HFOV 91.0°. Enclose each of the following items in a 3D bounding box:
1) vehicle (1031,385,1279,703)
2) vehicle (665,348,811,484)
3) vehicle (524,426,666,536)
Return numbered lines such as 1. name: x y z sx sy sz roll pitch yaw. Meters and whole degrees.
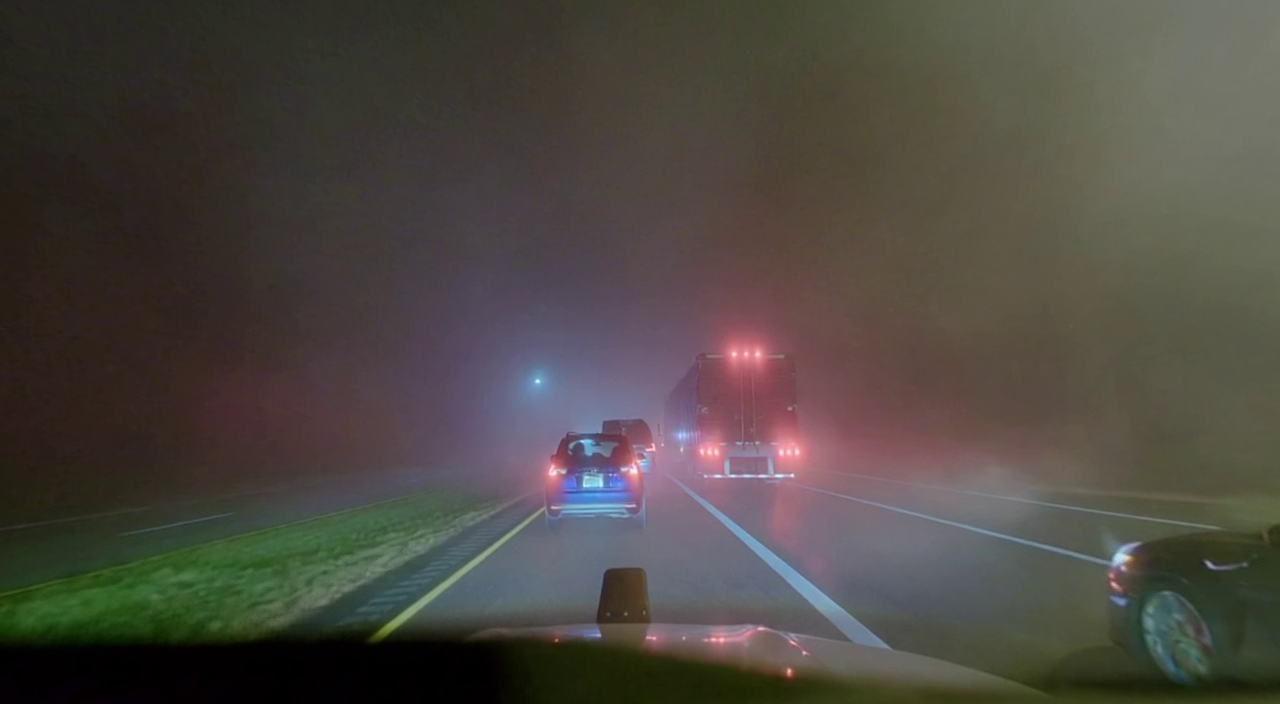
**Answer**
1. vehicle: 3.581 0.781 1.757 1.960 1.515 4.713 0 -8 0
2. vehicle: 3.441 3.187 28.309 3.591 4.290 16.696 0 -8 -1
3. vehicle: -0.674 2.133 11.041 2.009 1.554 4.013 0 -8 -1
